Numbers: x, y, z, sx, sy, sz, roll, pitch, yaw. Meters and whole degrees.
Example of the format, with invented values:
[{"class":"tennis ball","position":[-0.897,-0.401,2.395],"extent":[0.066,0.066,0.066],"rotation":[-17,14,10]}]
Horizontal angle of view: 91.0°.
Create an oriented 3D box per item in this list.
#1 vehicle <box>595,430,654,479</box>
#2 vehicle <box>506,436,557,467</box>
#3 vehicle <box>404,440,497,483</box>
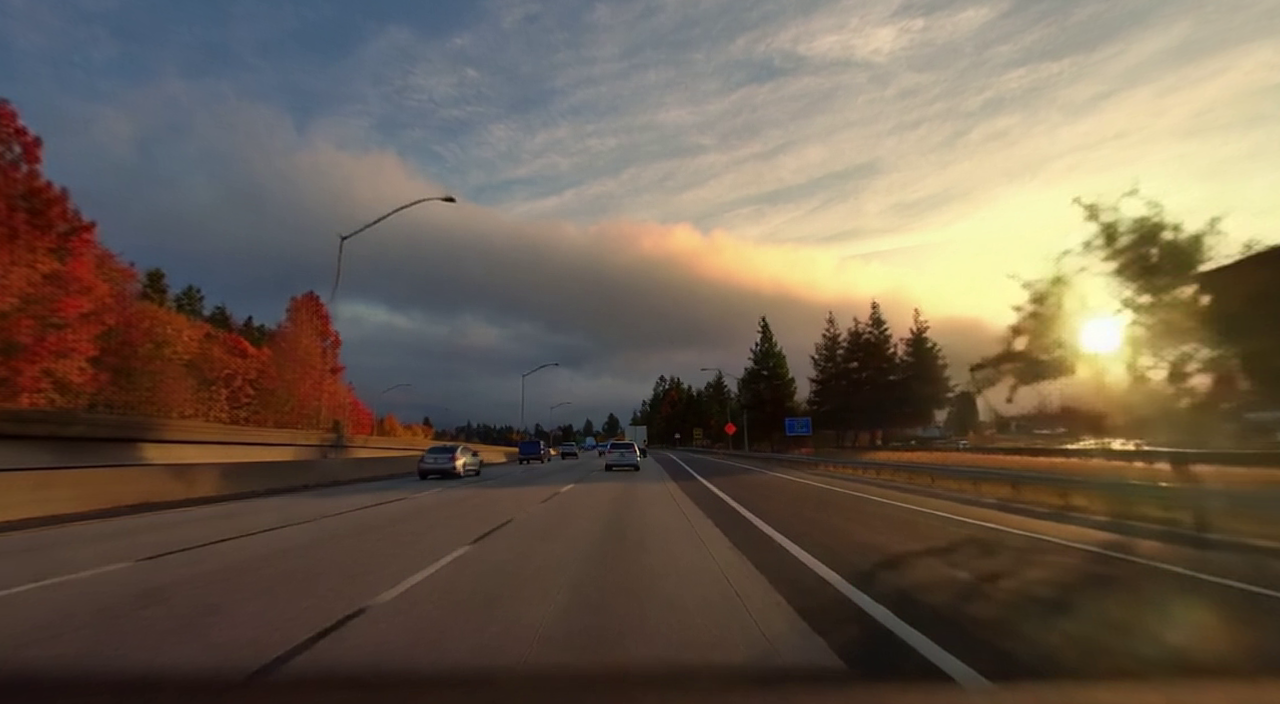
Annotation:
[{"class":"vehicle","position":[-0.586,4.248,26.315],"extent":[2.245,1.863,4.801],"rotation":[0,-9,0]},{"class":"vehicle","position":[-7.239,6.696,42.672],"extent":[2.328,1.927,5.880],"rotation":[0,-9,1]},{"class":"vehicle","position":[-7.232,4.222,24.560],"extent":[2.074,1.495,4.643],"rotation":[0,-9,1]}]
